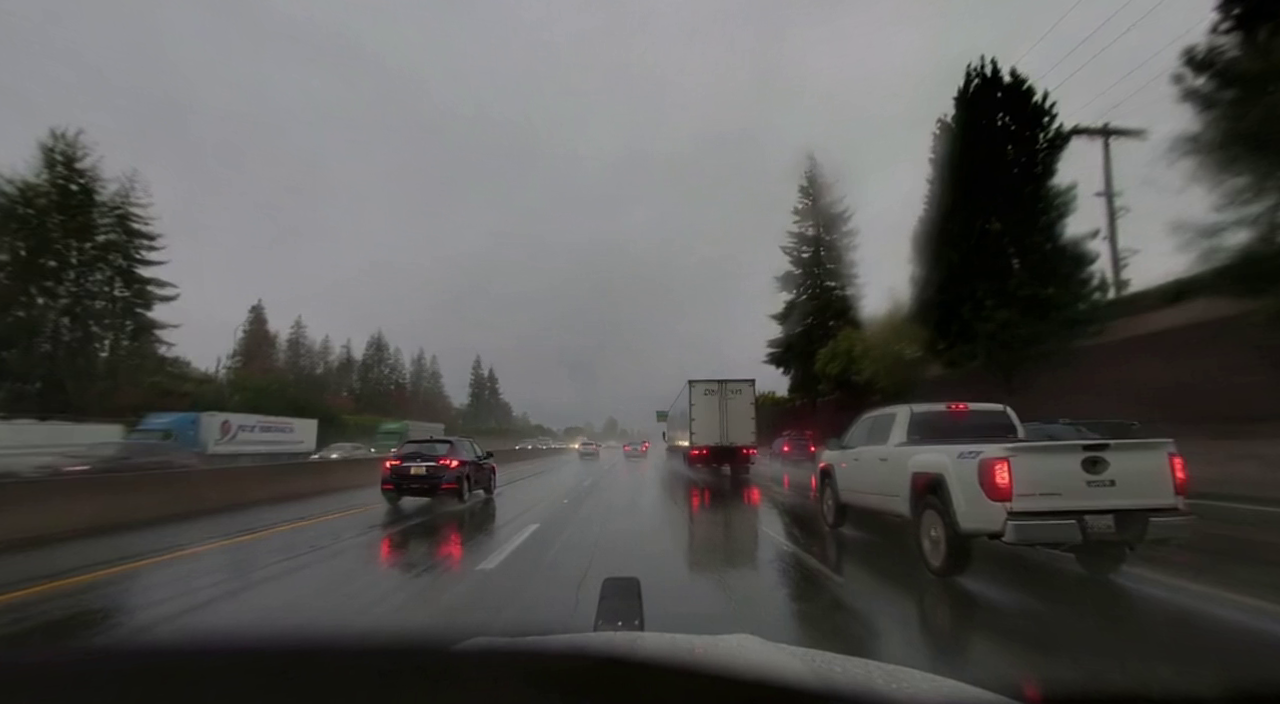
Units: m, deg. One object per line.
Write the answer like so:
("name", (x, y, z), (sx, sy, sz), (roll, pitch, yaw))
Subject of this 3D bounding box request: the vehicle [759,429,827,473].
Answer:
("vehicle", (7.387, 4.839, 30.932), (2.079, 1.938, 4.630), (0, -8, -1))

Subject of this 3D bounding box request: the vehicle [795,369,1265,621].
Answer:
("vehicle", (3.532, 1.418, 7.256), (2.132, 1.869, 4.978), (0, -8, -1))

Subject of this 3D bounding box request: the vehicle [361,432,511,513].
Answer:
("vehicle", (-4.232, 2.544, 13.787), (1.968, 1.507, 3.829), (0, -8, 1))

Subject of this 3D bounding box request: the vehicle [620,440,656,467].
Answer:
("vehicle", (-0.108, 5.947, 37.084), (2.047, 1.485, 3.938), (0, -8, 0))

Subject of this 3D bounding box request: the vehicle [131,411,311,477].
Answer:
("vehicle", (-29.405, 6.489, 45.955), (3.049, 3.899, 16.316), (0, -7, -4))

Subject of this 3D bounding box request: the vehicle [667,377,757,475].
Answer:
("vehicle", (3.365, 4.253, 34.536), (2.907, 4.109, 16.177), (0, -8, 0))

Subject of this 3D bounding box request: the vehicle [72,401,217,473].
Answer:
("vehicle", (-28.744, 5.012, 37.021), (3.015, 3.829, 6.868), (0, -8, -3))

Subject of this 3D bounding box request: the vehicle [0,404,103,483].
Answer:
("vehicle", (-20.295, 2.788, 19.152), (2.251, 2.324, 6.186), (0, -8, 2))
